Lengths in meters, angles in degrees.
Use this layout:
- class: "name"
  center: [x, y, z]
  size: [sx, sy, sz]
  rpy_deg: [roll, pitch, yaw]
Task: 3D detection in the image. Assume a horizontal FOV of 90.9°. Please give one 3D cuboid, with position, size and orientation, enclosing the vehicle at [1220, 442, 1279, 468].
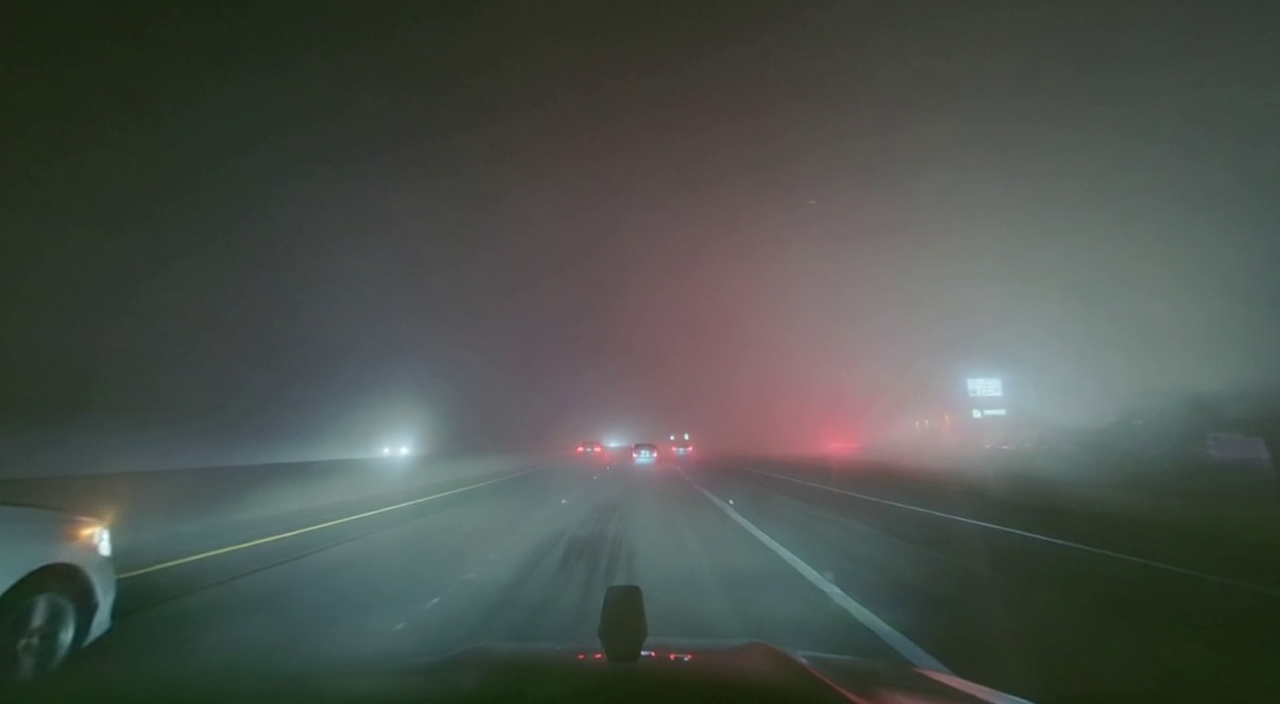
- class: "vehicle"
  center: [40.193, 6.710, 41.293]
  size: [4.459, 1.602, 1.987]
  rpy_deg: [5, -10, -31]

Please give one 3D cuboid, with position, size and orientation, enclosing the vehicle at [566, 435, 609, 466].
- class: "vehicle"
  center: [-3.593, 6.861, 44.092]
  size: [2.403, 1.946, 5.623]
  rpy_deg: [0, -8, 1]

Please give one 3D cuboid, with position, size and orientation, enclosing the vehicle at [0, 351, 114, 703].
- class: "vehicle"
  center: [-3.946, 0.622, 0.973]
  size: [2.239, 1.761, 4.620]
  rpy_deg: [0, -8, 0]

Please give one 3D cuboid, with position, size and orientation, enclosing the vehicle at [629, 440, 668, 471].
- class: "vehicle"
  center: [0.433, 5.538, 33.979]
  size: [2.000, 1.558, 3.945]
  rpy_deg: [0, -8, 0]
